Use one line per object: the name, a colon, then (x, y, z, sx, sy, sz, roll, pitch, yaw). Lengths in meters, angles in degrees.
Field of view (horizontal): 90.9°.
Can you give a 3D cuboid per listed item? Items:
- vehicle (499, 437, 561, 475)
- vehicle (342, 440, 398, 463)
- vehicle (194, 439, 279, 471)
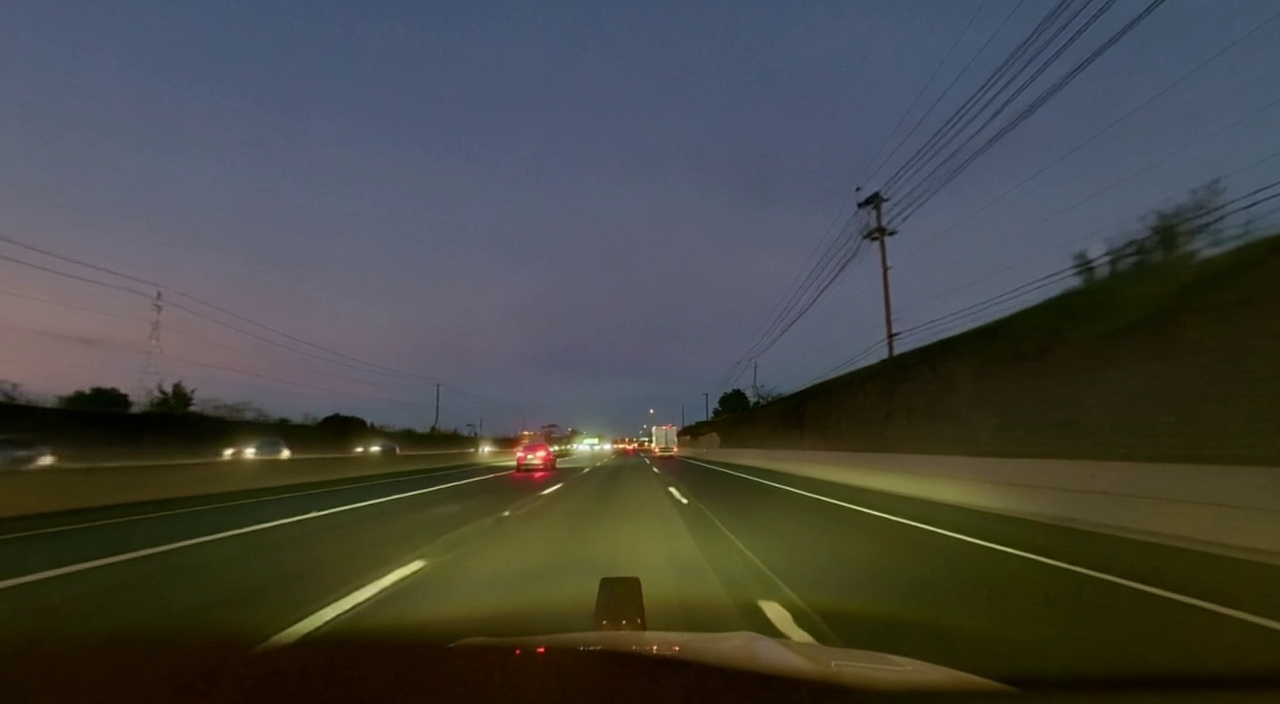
vehicle: (-5.066, 4.852, 29.668, 2.064, 1.642, 4.389, 0, -8, 0)
vehicle: (-20.194, 7.444, 47.343, 2.079, 1.662, 4.800, 0, -8, 0)
vehicle: (-23.151, 5.899, 36.393, 1.911, 1.678, 4.509, 0, -8, -1)
